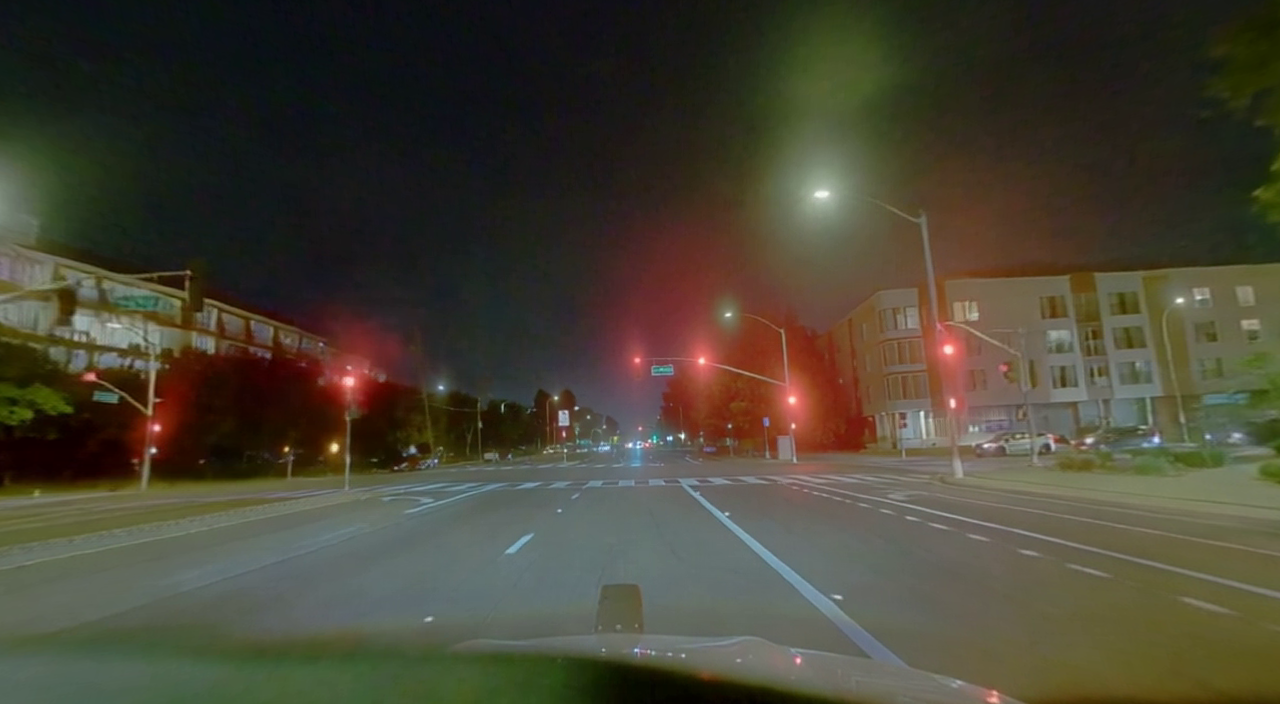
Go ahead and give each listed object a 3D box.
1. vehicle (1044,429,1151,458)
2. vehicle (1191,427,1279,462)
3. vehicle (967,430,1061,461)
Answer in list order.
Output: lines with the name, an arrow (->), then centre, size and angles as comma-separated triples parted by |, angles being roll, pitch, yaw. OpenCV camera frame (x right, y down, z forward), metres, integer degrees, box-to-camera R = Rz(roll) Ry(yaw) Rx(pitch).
vehicle -> 27.282, 5.497, 37.795 | 4.910, 1.644, 2.032 | 0, -9, -4
vehicle -> 27.076, 4.012, 27.456 | 4.461, 1.455, 1.909 | 0, -8, -3
vehicle -> 22.040, 5.498, 37.322 | 4.323, 1.746, 1.872 | 0, -9, -3
